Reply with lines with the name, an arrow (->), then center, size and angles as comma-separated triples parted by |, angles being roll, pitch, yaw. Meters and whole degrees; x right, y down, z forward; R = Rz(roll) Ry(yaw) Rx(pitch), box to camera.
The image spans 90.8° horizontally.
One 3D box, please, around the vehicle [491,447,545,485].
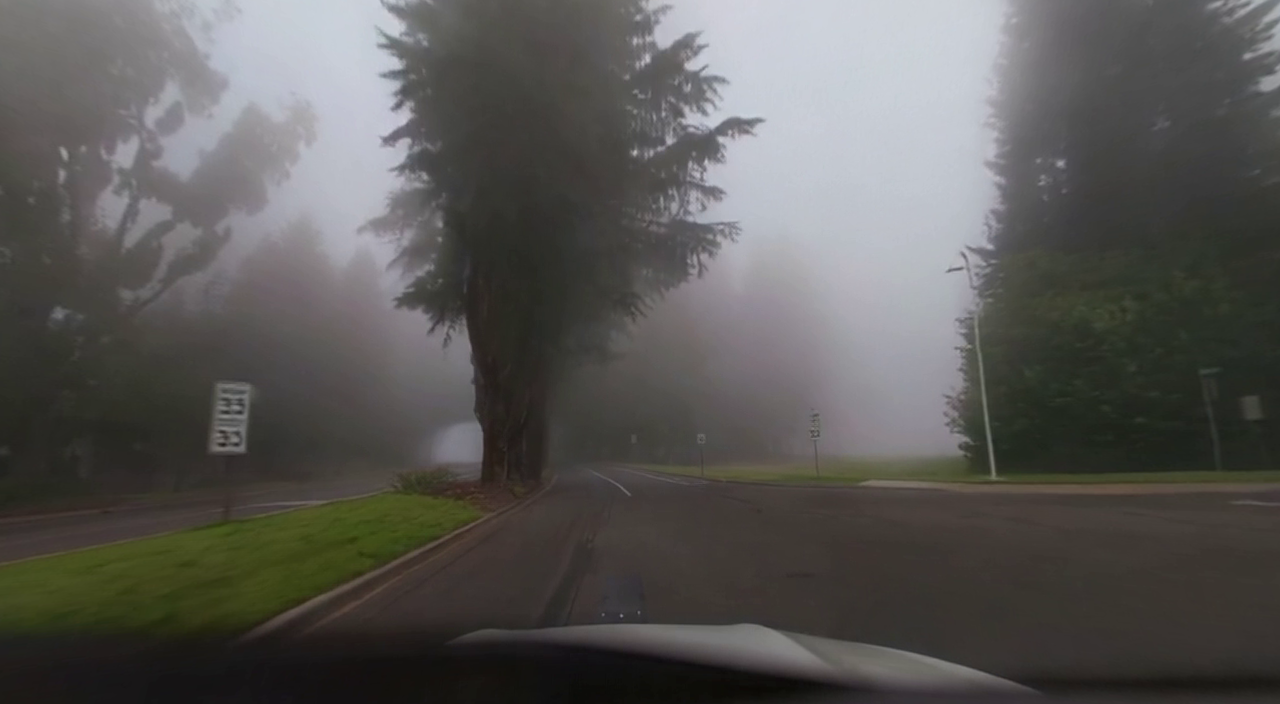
vehicle -> -6.551, 6.194, 34.614 | 2.267, 1.849, 6.402 | 1, -9, -5
